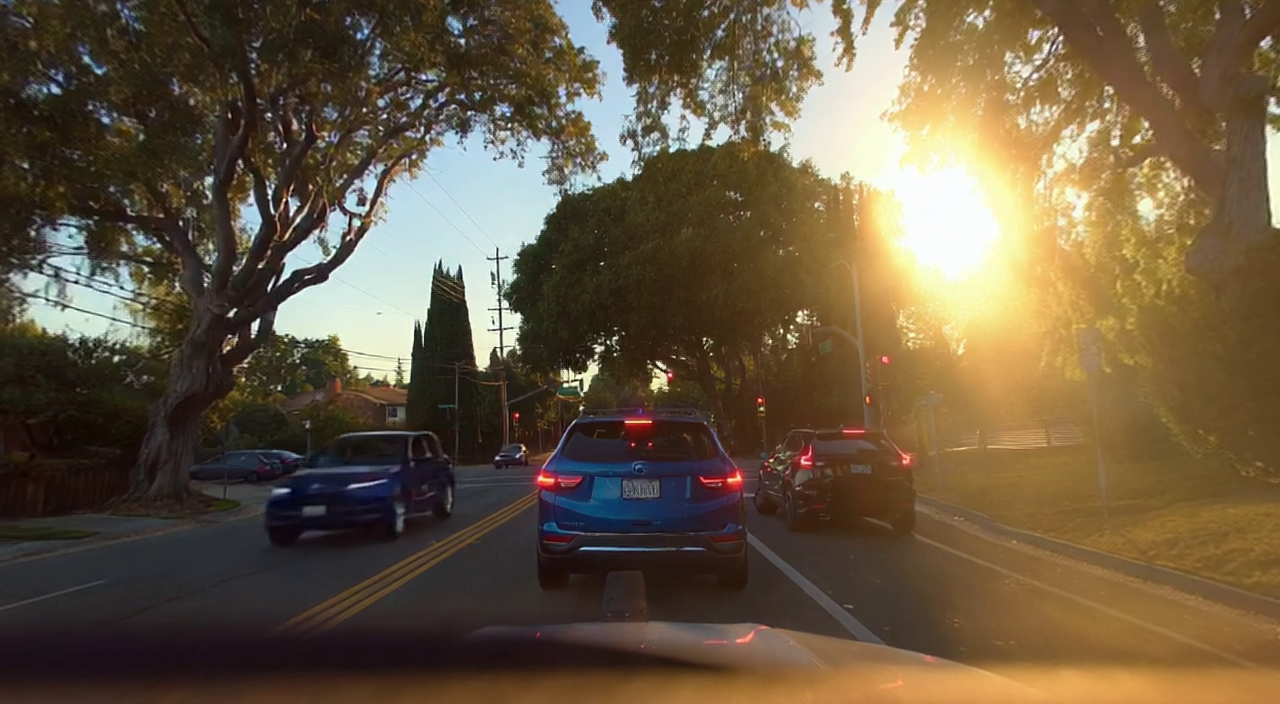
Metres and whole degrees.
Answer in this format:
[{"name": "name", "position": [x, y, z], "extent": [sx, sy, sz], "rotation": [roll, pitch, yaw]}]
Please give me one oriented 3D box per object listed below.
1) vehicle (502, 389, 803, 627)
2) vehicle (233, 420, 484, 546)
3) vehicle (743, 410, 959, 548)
[{"name": "vehicle", "position": [0.061, 1.423, 6.660], "extent": [2.151, 1.695, 4.100], "rotation": [0, -8, -1]}, {"name": "vehicle", "position": [-4.439, 2.142, 11.003], "extent": [2.292, 1.711, 4.541], "rotation": [0, -8, 0]}, {"name": "vehicle", "position": [3.083, 1.953, 10.343], "extent": [1.967, 1.756, 4.281], "rotation": [0, -8, -1]}]
